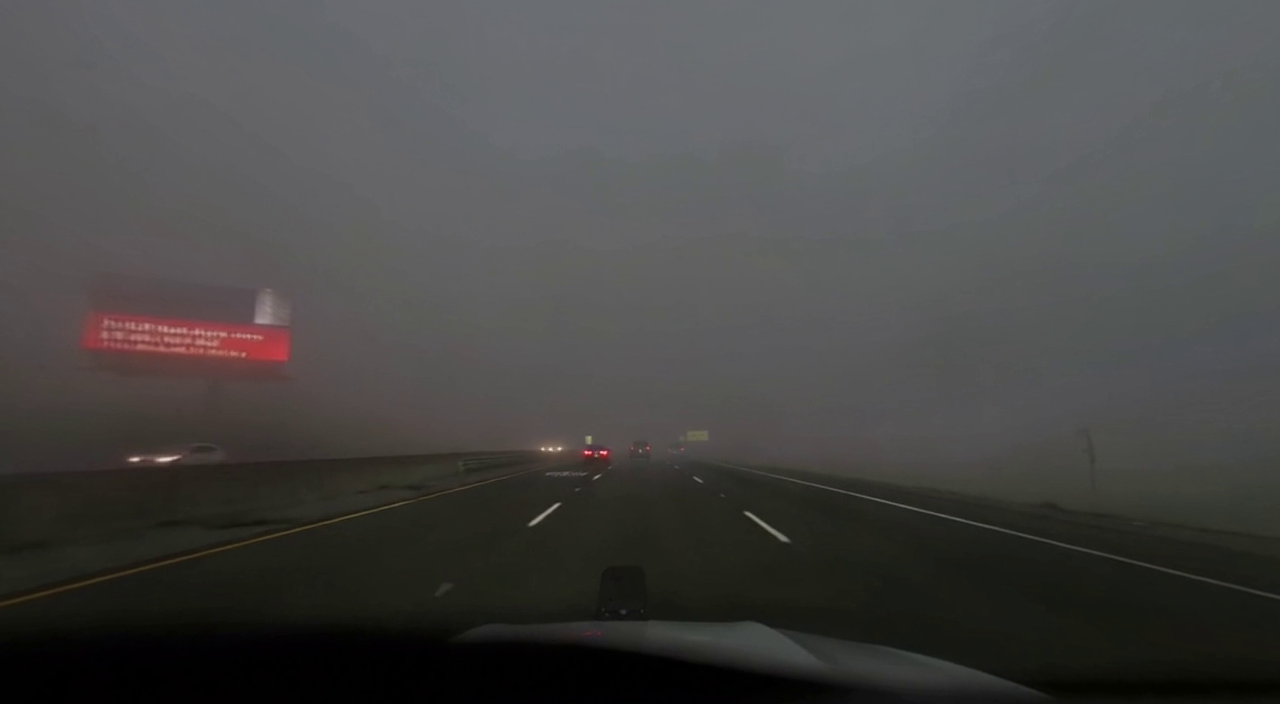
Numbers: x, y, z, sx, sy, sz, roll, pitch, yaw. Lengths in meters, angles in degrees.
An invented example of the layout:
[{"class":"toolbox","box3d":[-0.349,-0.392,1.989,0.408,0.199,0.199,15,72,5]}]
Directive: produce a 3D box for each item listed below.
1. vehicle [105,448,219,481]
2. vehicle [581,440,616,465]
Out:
[{"class":"vehicle","box3d":[-23.459,5.523,31.220,2.009,1.450,4.562,0,-8,1]},{"class":"vehicle","box3d":[-3.077,7.517,47.227,2.319,1.738,4.355,0,-8,0]}]
